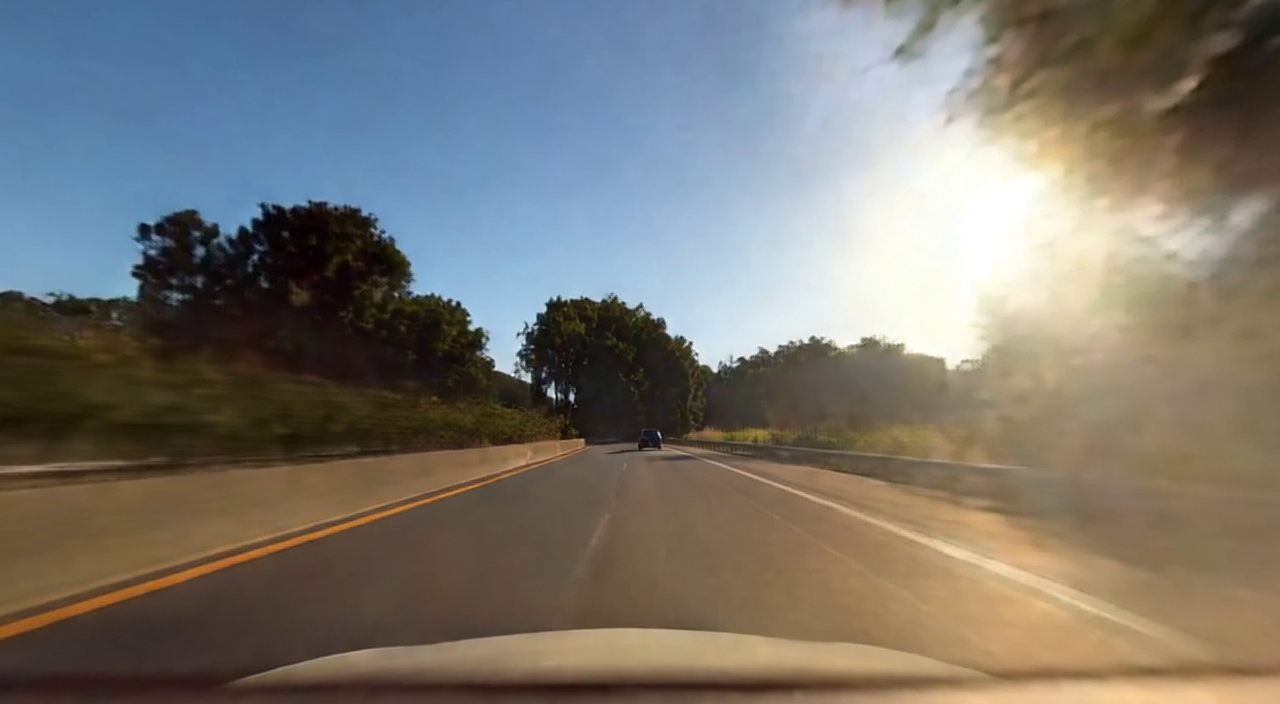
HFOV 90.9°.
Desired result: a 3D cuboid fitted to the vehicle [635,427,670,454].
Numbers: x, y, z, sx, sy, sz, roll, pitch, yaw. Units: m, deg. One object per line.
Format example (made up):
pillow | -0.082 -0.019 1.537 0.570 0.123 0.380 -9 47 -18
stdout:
vehicle | 0.816 6.172 44.028 2.240 1.801 4.545 0 -8 -2
